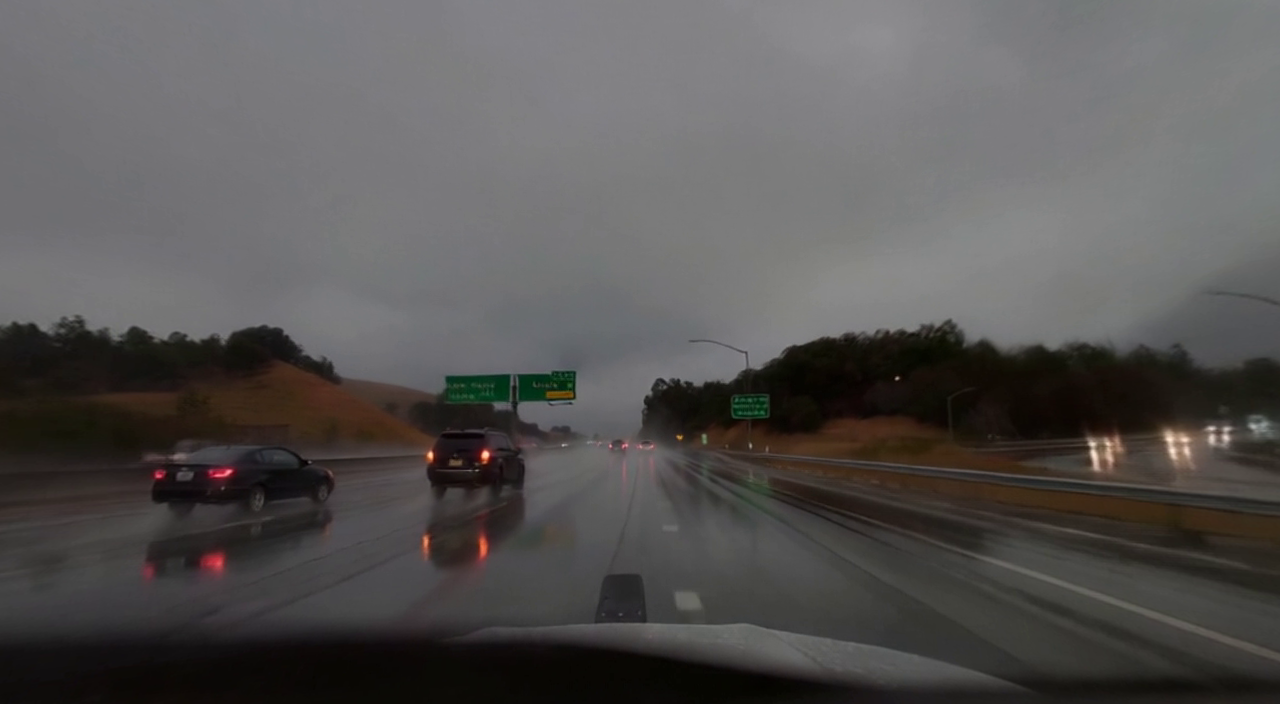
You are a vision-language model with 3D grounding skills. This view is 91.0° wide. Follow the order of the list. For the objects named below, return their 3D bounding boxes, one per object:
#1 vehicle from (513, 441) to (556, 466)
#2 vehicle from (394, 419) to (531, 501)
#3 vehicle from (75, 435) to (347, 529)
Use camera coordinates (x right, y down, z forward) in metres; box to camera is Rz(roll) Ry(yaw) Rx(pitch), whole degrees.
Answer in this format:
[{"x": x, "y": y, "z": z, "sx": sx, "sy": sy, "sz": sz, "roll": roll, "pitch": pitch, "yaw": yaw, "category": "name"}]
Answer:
[{"x": -7.216, "y": 7.028, "z": 43.675, "sx": 2.069, "sy": 1.636, "sz": 4.483, "roll": 0, "pitch": -9, "yaw": 2, "category": "vehicle"}, {"x": -4.690, "y": 2.965, "z": 17.613, "sx": 2.219, "sy": 1.947, "sz": 4.924, "roll": 0, "pitch": -9, "yaw": 2, "category": "vehicle"}, {"x": -8.286, "y": 2.537, "z": 12.948, "sx": 1.984, "sy": 1.508, "sz": 4.935, "roll": 0, "pitch": -9, "yaw": 2, "category": "vehicle"}]
